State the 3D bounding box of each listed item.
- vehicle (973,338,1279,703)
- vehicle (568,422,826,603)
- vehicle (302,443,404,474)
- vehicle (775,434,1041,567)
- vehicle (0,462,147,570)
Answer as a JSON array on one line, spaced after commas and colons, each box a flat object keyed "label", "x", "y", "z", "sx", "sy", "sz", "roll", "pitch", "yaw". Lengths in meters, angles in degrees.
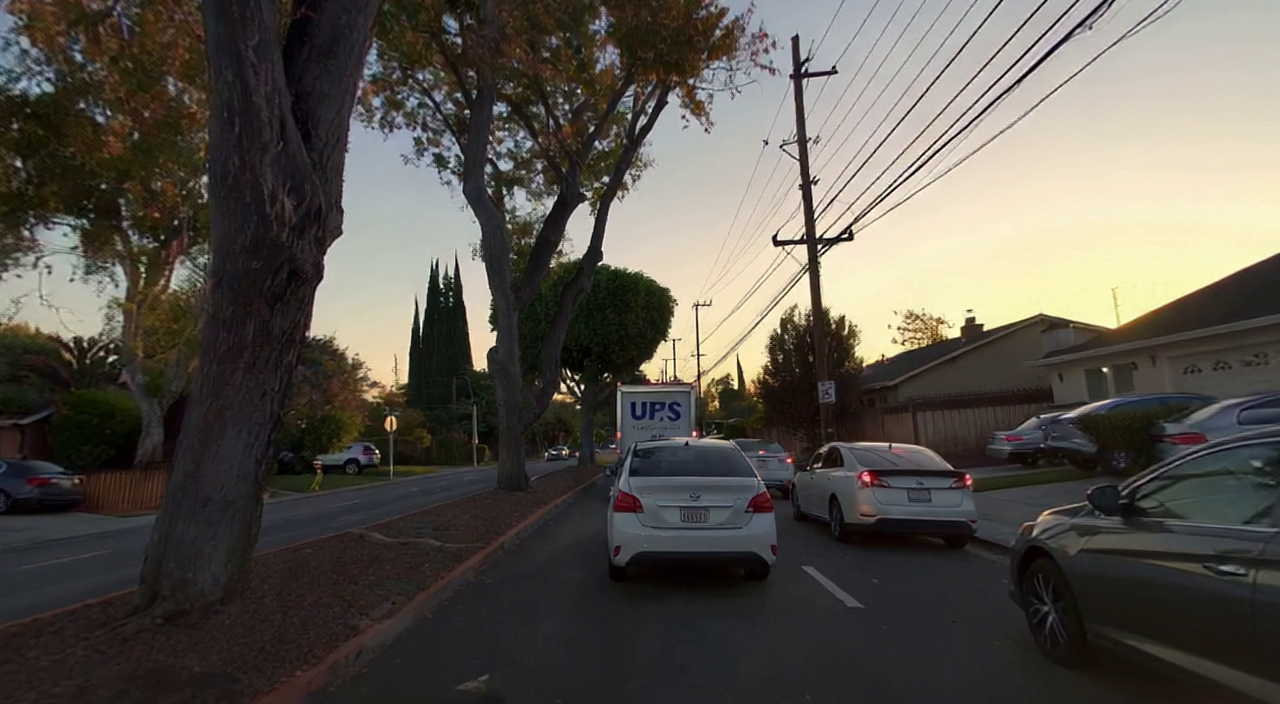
[{"label": "vehicle", "x": 3.324, "y": 0.771, "z": 1.914, "sx": 2.069, "sy": 1.722, "sz": 4.888, "roll": 0, "pitch": -8, "yaw": 2}, {"label": "vehicle", "x": 0.478, "y": 1.674, "z": 7.523, "sx": 2.158, "sy": 1.499, "sz": 4.377, "roll": 0, "pitch": -8, "yaw": 0}, {"label": "vehicle", "x": -17.425, "y": 6.466, "z": 38.296, "sx": 5.274, "sy": 1.793, "sz": 1.921, "roll": 0, "pitch": -8, "yaw": 3}, {"label": "vehicle", "x": 3.519, "y": 2.014, "z": 9.390, "sx": 1.993, "sy": 1.479, "sz": 4.487, "roll": 0, "pitch": -8, "yaw": 0}, {"label": "vehicle", "x": -10.349, "y": 2.485, "z": 9.481, "sx": 1.925, "sy": 1.482, "sz": 4.753, "roll": 0, "pitch": -8, "yaw": 0}]
